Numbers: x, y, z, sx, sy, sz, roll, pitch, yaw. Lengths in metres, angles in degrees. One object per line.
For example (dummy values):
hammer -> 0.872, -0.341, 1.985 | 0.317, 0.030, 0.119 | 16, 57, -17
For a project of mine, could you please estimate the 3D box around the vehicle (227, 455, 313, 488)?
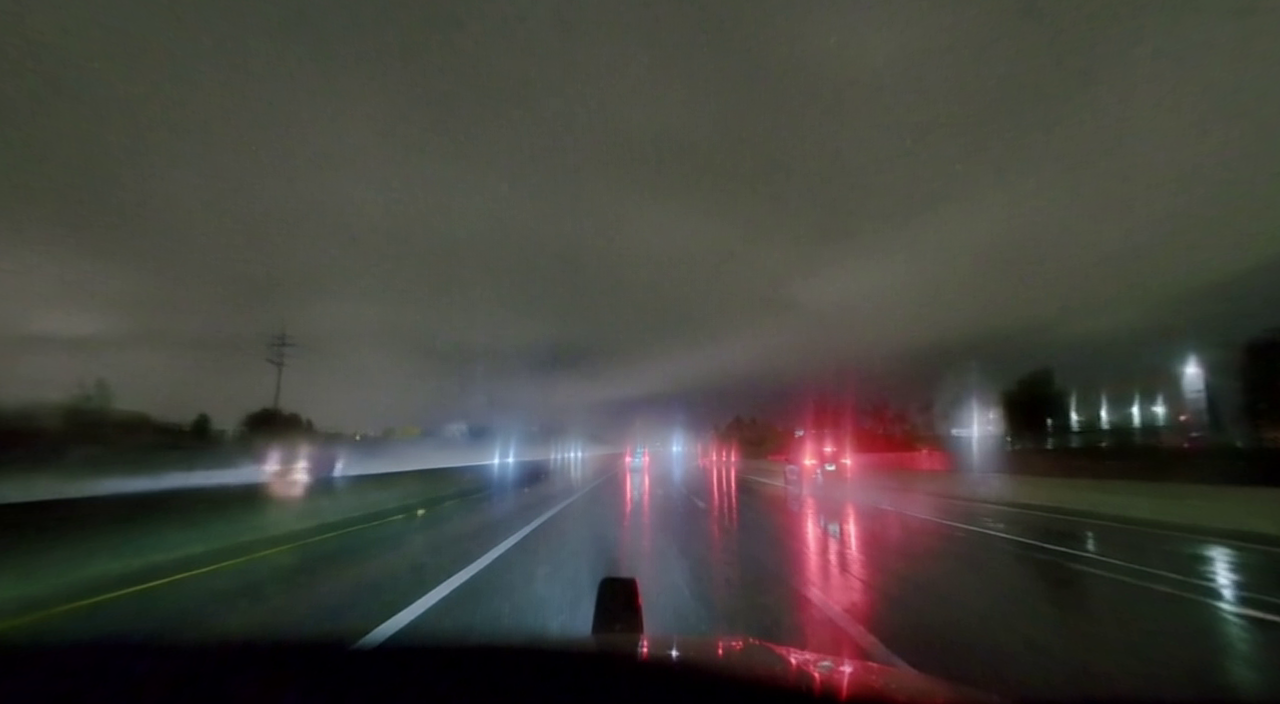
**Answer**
vehicle -> -18.909, 6.104, 32.243 | 1.863, 1.490, 4.162 | -1, -9, 1

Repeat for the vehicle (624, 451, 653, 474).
vehicle -> -0.087, 8.094, 46.119 | 2.025, 1.526, 4.181 | 0, -9, 0

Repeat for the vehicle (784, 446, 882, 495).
vehicle -> 6.792, 4.201, 22.633 | 2.008, 1.533, 4.592 | 0, -9, -1
